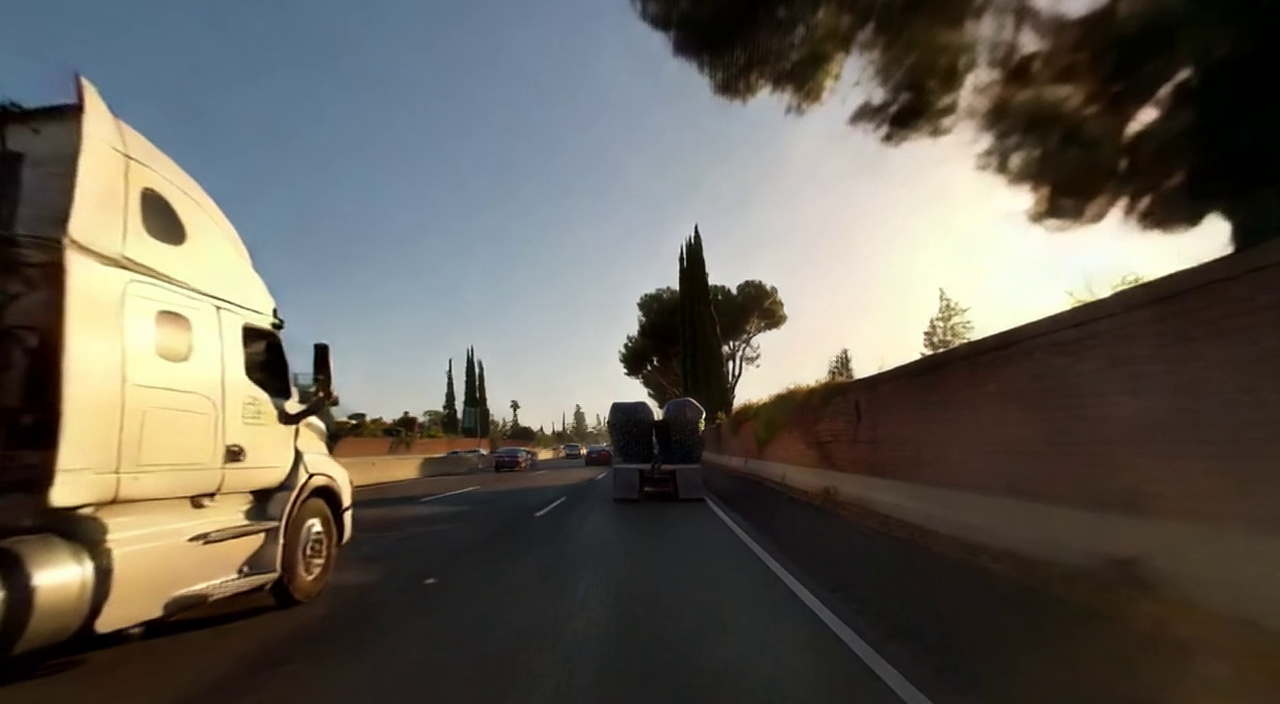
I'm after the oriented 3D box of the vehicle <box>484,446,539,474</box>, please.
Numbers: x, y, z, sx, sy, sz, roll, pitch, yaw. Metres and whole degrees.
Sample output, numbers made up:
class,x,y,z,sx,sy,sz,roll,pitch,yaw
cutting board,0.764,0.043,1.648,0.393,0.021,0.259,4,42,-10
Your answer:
class,x,y,z,sx,sy,sz,roll,pitch,yaw
vehicle,-7.203,6.071,35.766,2.006,1.458,4.700,0,-8,2

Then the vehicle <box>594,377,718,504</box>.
class,x,y,z,sx,sy,sz,roll,pitch,yaw
vehicle,0.085,2.757,19.628,2.798,3.071,8.412,1,-8,-6

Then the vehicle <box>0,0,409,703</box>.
class,x,y,z,sx,sy,sz,roll,pitch,yaw
vehicle,-4.143,0.062,3.896,2.998,3.992,5.800,0,-8,2
